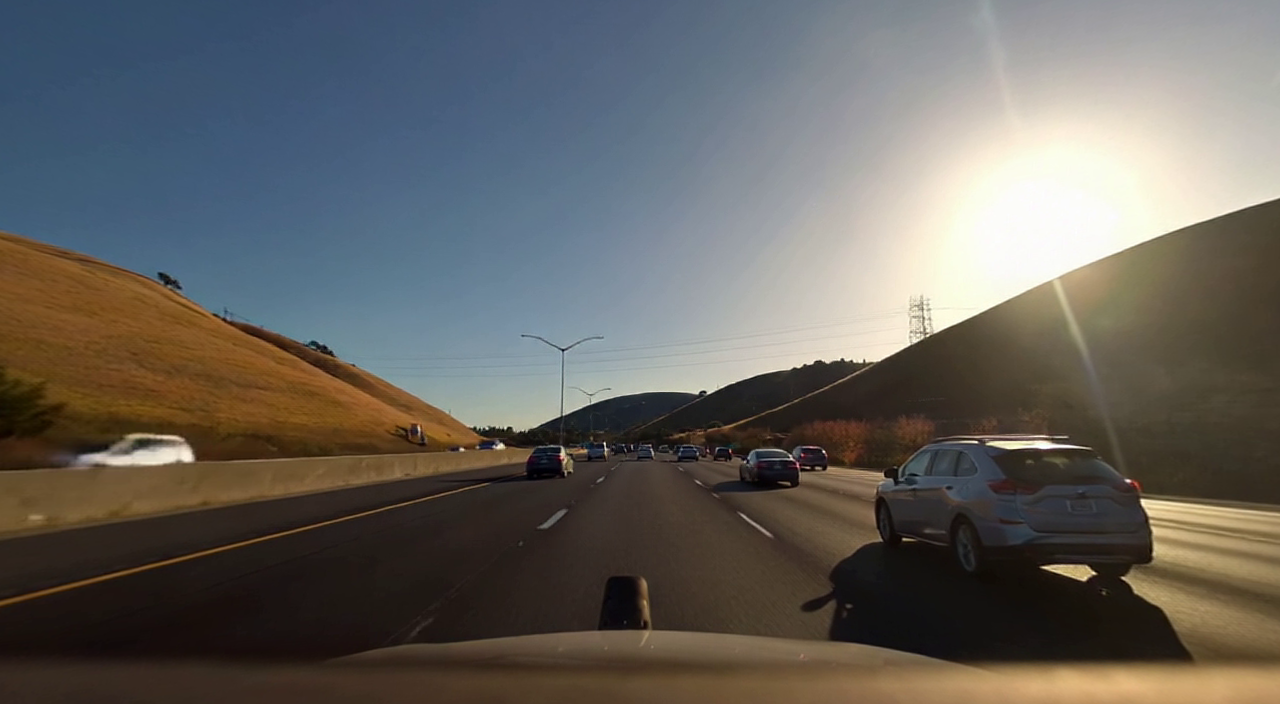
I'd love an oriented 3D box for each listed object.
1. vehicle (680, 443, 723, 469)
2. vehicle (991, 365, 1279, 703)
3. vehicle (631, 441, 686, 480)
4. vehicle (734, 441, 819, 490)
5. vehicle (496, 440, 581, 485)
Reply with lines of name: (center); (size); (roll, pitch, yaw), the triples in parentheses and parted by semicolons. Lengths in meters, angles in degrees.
vehicle: (3.693, 6.329, 38.469); (2.177, 1.453, 4.205); (0, -8, 0)
vehicle: (3.857, 0.885, 2.734); (2.018, 1.670, 4.658); (0, -8, 1)
vehicle: (0.738, 4.568, 26.905); (2.138, 1.473, 4.392); (0, -8, 0)
vehicle: (4.544, 3.822, 21.589); (1.867, 1.465, 4.093); (0, -8, -2)
vehicle: (-3.521, 3.927, 22.740); (2.232, 1.438, 4.163); (-1, -8, 2)
